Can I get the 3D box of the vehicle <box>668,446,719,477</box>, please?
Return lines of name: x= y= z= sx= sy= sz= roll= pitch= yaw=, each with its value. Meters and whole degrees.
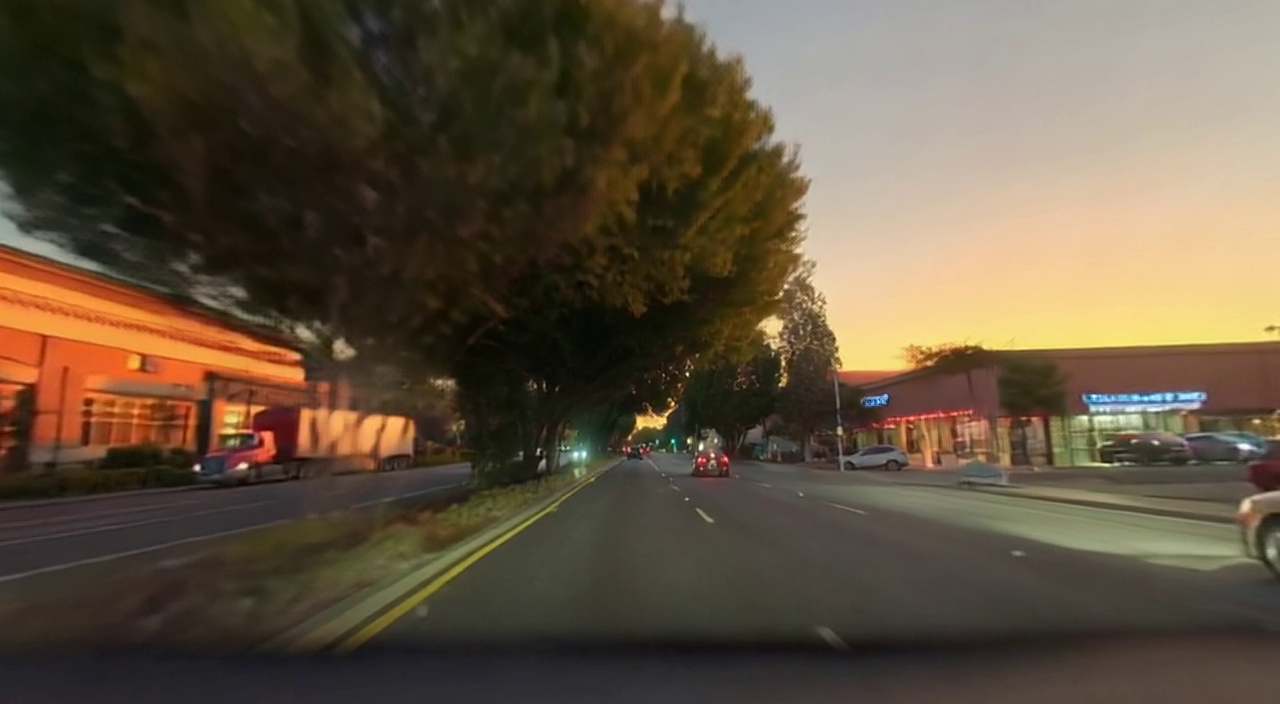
vehicle: x=2.681 y=5.594 z=32.514 sx=2.099 sy=1.463 sz=4.365 roll=0 pitch=-9 yaw=-2

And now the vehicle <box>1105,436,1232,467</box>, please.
vehicle: x=36.145 y=6.839 z=43.445 sx=2.545 sy=1.938 sz=5.985 roll=4 pitch=-10 yaw=-28

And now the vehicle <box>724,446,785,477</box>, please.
vehicle: x=5.885 y=5.677 z=33.148 sx=2.150 sy=1.485 sz=4.919 roll=0 pitch=-9 yaw=-2

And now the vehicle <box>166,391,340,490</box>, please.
vehicle: x=-19.094 y=4.541 z=32.238 sx=3.008 sy=4.297 sz=9.041 roll=0 pitch=-9 yaw=0

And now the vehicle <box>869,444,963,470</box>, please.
vehicle: x=16.637 y=6.341 z=38.284 sx=4.679 sy=1.448 sz=2.178 roll=0 pitch=-9 yaw=-4
